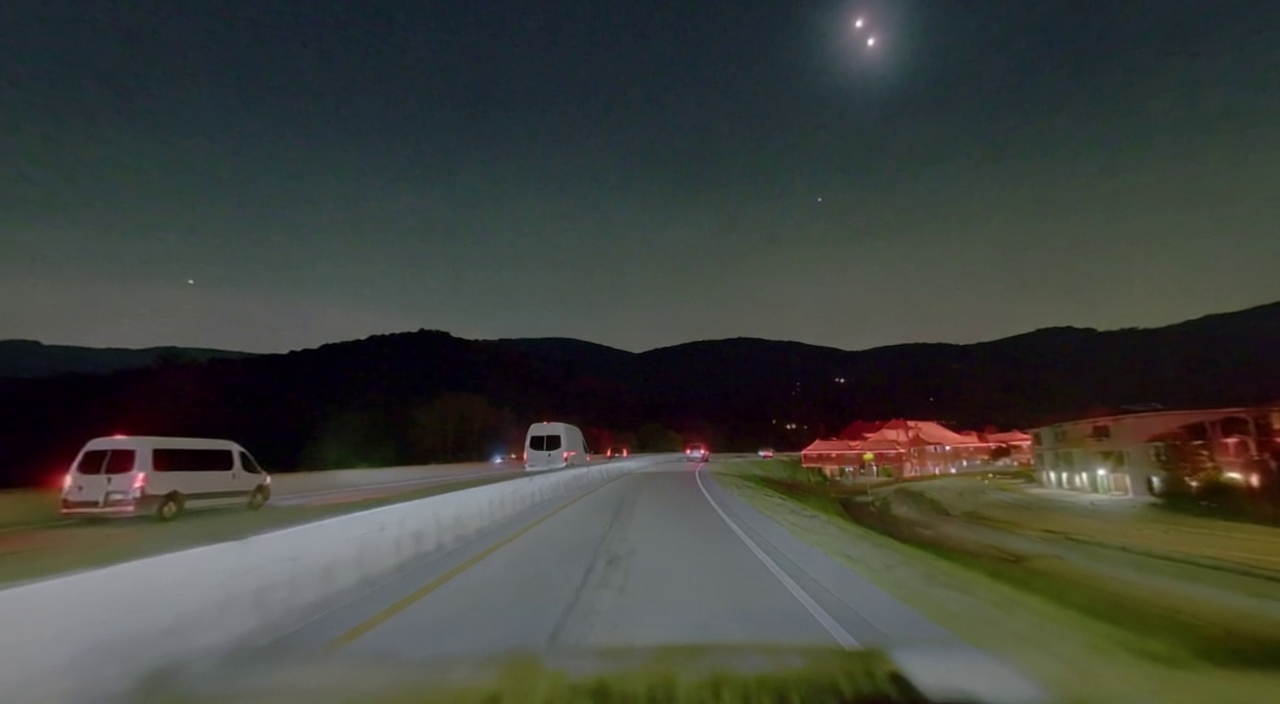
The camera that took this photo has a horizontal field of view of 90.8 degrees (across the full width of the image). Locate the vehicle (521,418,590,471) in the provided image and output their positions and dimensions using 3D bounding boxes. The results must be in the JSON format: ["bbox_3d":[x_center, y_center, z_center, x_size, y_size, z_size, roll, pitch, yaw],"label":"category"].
[{"bbox_3d":[-4.582,5.227,35.579,2.314,2.703,6.441,-1,-9,6],"label":"vehicle"}]

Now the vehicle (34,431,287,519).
[{"bbox_3d":[-9.661,2.486,13.315,1.821,1.524,4.342,0,-8,2],"label":"vehicle"}]
